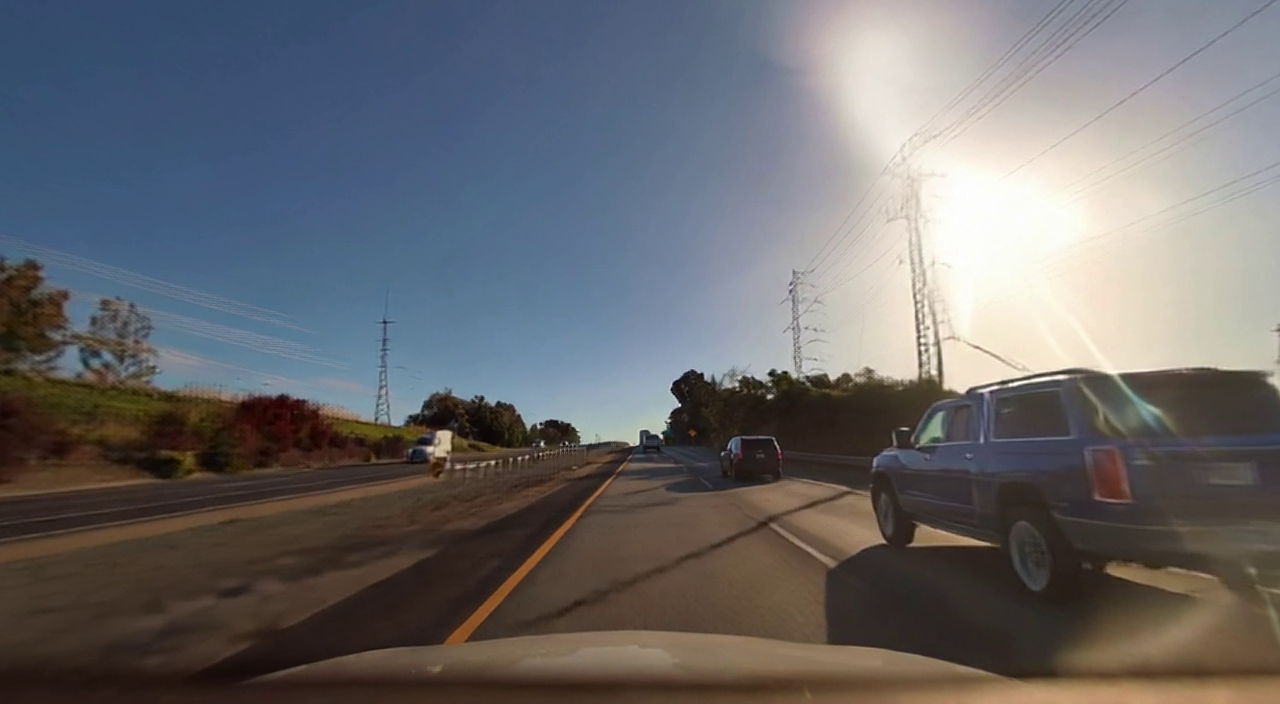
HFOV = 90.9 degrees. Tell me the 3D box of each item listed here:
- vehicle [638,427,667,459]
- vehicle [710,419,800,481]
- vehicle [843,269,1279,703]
[{"bbox_3d":[0.914,7.040,48.742,2.099,2.260,4.899,-1,-8,0],"label":"vehicle"},{"bbox_3d":[4.375,3.861,25.122,2.594,2.155,5.670,-1,-8,1],"label":"vehicle"},{"bbox_3d":[3.557,1.013,5.086,2.145,2.069,5.057,-1,-8,0],"label":"vehicle"}]
